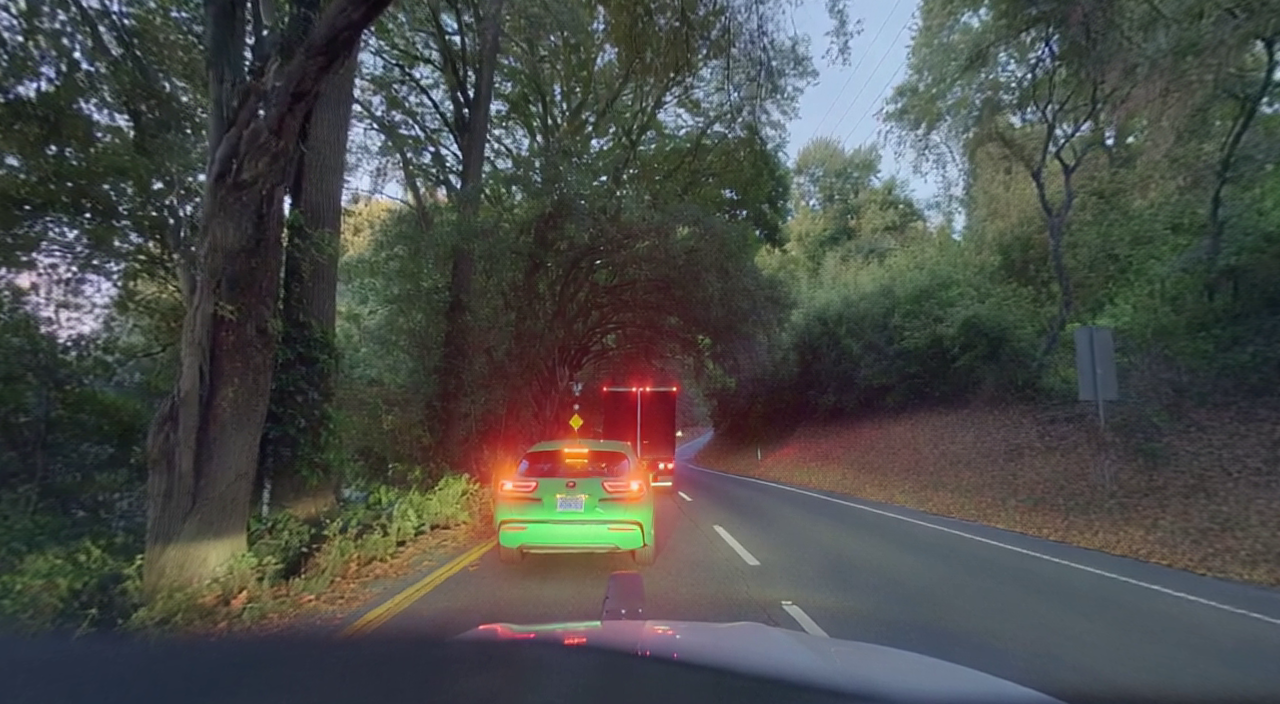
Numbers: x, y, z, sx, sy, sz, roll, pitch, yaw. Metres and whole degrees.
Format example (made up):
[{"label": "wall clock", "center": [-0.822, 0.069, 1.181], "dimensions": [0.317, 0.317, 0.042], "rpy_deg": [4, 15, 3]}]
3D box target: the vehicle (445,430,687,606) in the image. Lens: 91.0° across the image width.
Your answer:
[{"label": "vehicle", "center": [-0.626, 1.739, 7.506], "dimensions": [2.076, 1.490, 4.078], "rpy_deg": [0, -9, 0]}]
